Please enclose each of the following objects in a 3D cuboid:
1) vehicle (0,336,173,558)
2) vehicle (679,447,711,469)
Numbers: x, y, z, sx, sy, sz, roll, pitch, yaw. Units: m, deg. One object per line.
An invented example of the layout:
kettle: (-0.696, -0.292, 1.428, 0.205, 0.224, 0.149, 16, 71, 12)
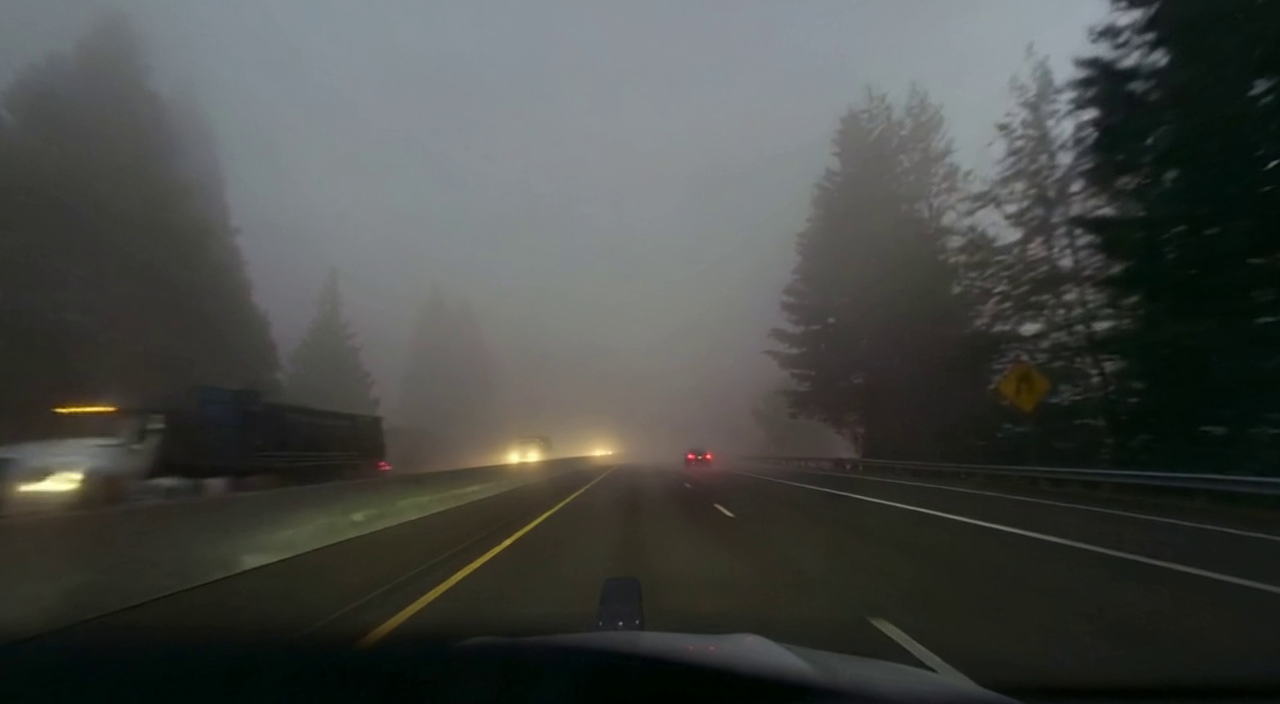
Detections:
vehicle: (-13.227, 1.921, 12.681, 2.930, 4.035, 5.919, 0, -9, -1)
vehicle: (4.172, 8.135, 48.655, 2.013, 1.584, 3.995, 0, -9, -1)
